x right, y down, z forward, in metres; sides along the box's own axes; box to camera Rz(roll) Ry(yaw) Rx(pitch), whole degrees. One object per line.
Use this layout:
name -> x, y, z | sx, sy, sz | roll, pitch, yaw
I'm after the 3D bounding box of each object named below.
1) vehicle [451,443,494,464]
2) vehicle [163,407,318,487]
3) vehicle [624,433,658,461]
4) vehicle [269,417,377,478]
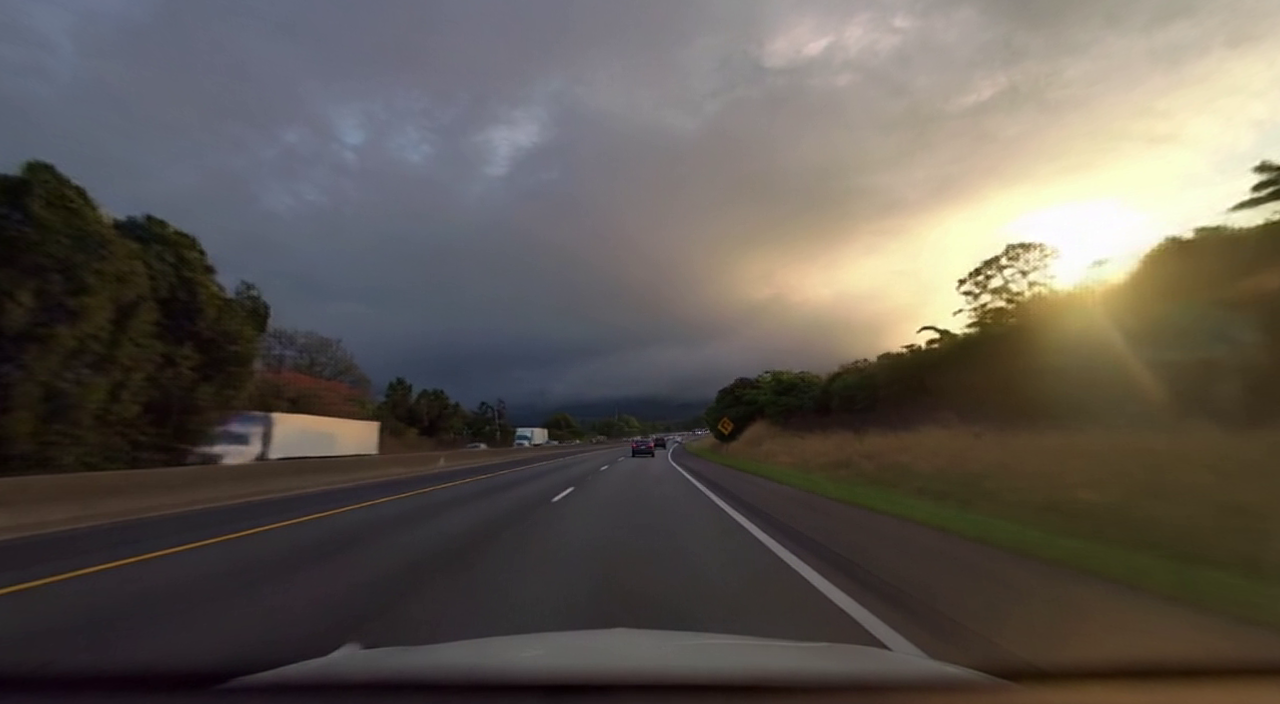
vehicle -> -12.645, 7.678, 47.878 | 1.935, 1.490, 4.367 | -1, -8, 2
vehicle -> -17.996, 4.344, 29.024 | 2.670, 3.221, 6.504 | -1, -8, 2
vehicle -> 0.090, 6.566, 43.701 | 2.188, 1.825, 4.282 | -1, -8, 1
vehicle -> -17.842, 5.431, 35.973 | 2.761, 3.164, 6.270 | -1, -8, 1
